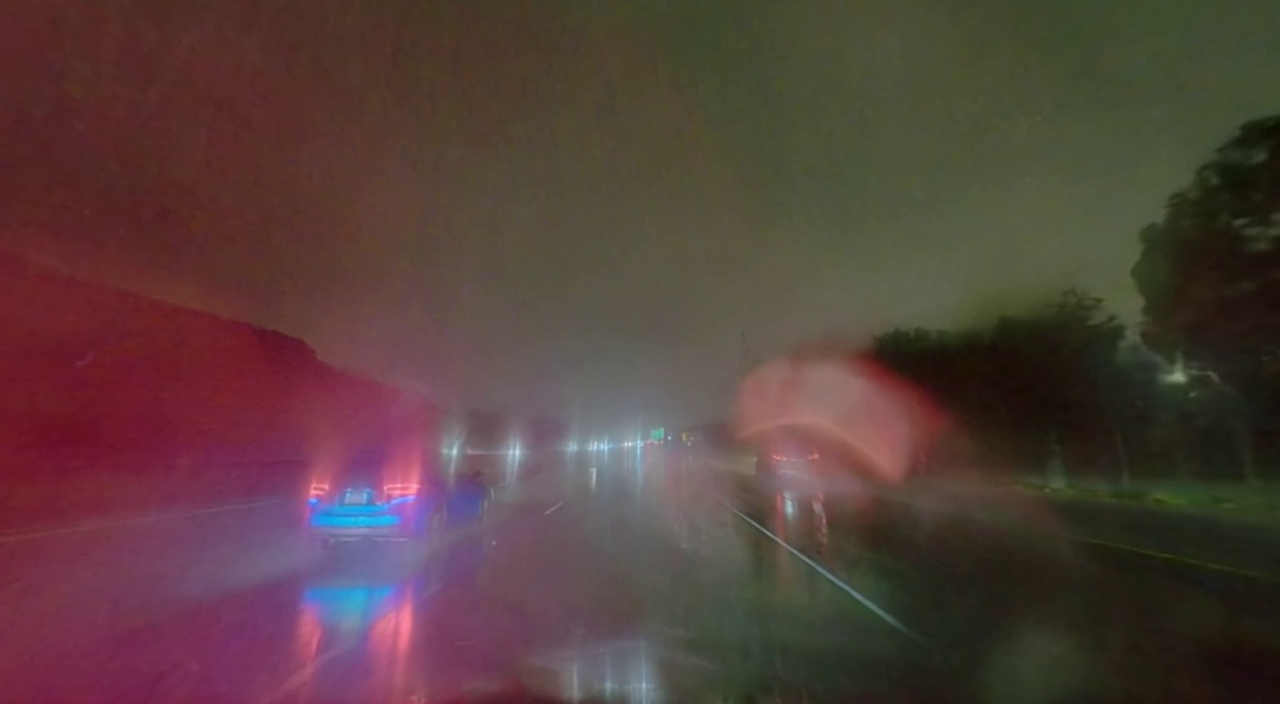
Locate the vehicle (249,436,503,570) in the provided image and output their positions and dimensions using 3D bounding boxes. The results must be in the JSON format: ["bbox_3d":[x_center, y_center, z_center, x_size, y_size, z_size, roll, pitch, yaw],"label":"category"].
[{"bbox_3d":[-3.371,1.985,9.003,1.935,1.479,3.787,0,-9,1],"label":"vehicle"}]
